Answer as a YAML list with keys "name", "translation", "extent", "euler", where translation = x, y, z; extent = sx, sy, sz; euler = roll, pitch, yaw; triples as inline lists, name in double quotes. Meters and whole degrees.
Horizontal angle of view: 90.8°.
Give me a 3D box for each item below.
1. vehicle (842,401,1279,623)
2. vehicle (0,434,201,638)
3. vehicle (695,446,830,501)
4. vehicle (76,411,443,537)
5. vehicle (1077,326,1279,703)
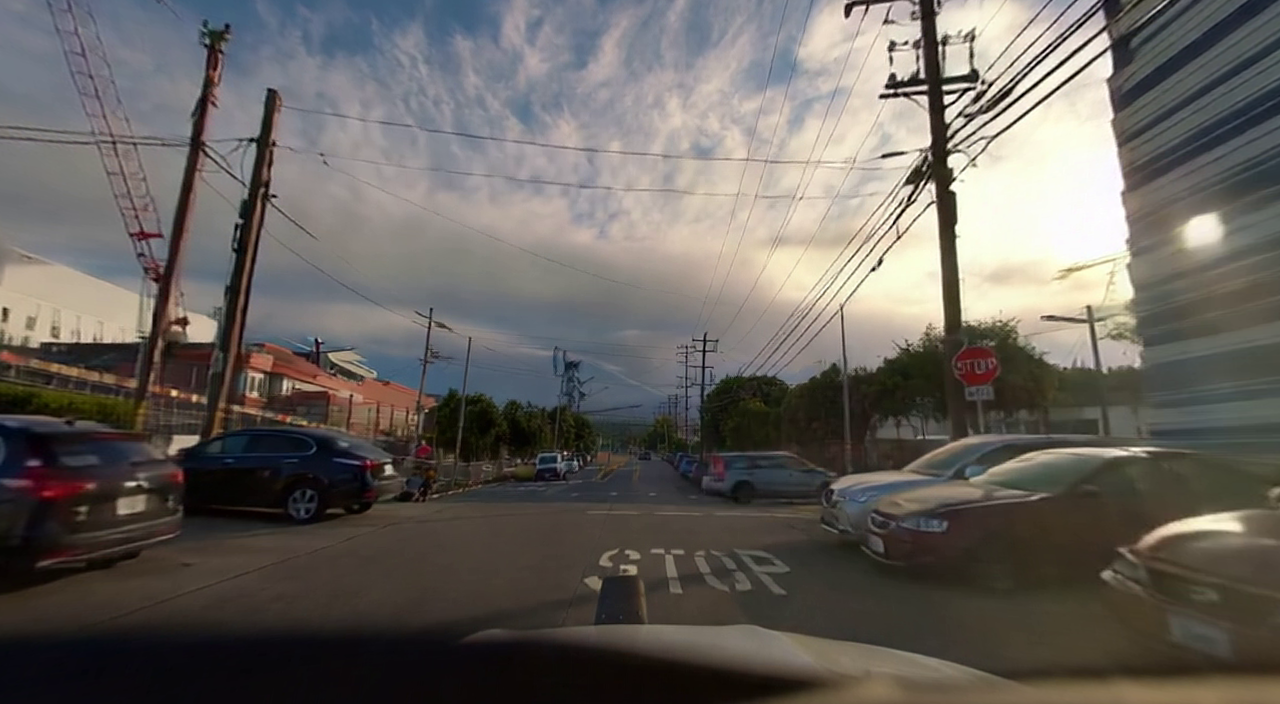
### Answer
- name: "vehicle"
  translation: [4.481, 1.496, 5.883]
  extent: [4.554, 1.473, 1.876]
  euler: [5, -11, -3]
- name: "vehicle"
  translation: [-6.909, 1.363, 5.425]
  extent: [4.713, 1.440, 1.984]
  euler: [3, -11, 2]
- name: "vehicle"
  translation: [4.050, 4.080, 21.411]
  extent: [4.157, 1.754, 1.835]
  euler: [0, -9, -1]
- name: "vehicle"
  translation: [-6.372, 2.096, 11.139]
  extent: [5.025, 1.648, 2.055]
  euler: [4, -9, -1]
- name: "vehicle"
  translation: [4.890, 0.924, 2.740]
  extent: [4.450, 1.719, 2.066]
  euler: [4, -10, 1]
